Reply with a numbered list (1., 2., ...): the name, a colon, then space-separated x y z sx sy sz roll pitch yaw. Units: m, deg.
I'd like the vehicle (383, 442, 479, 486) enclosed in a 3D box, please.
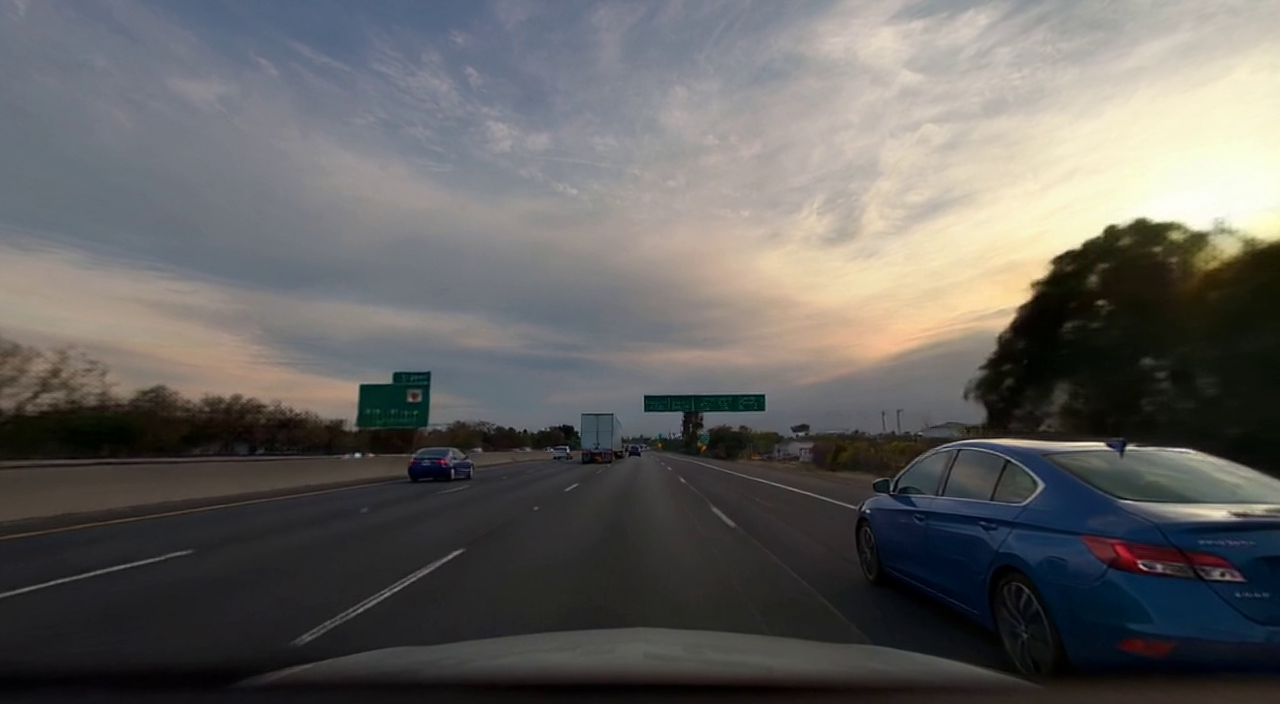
1. vehicle: -7.676 4.134 23.552 1.901 1.467 4.629 0 -8 1
